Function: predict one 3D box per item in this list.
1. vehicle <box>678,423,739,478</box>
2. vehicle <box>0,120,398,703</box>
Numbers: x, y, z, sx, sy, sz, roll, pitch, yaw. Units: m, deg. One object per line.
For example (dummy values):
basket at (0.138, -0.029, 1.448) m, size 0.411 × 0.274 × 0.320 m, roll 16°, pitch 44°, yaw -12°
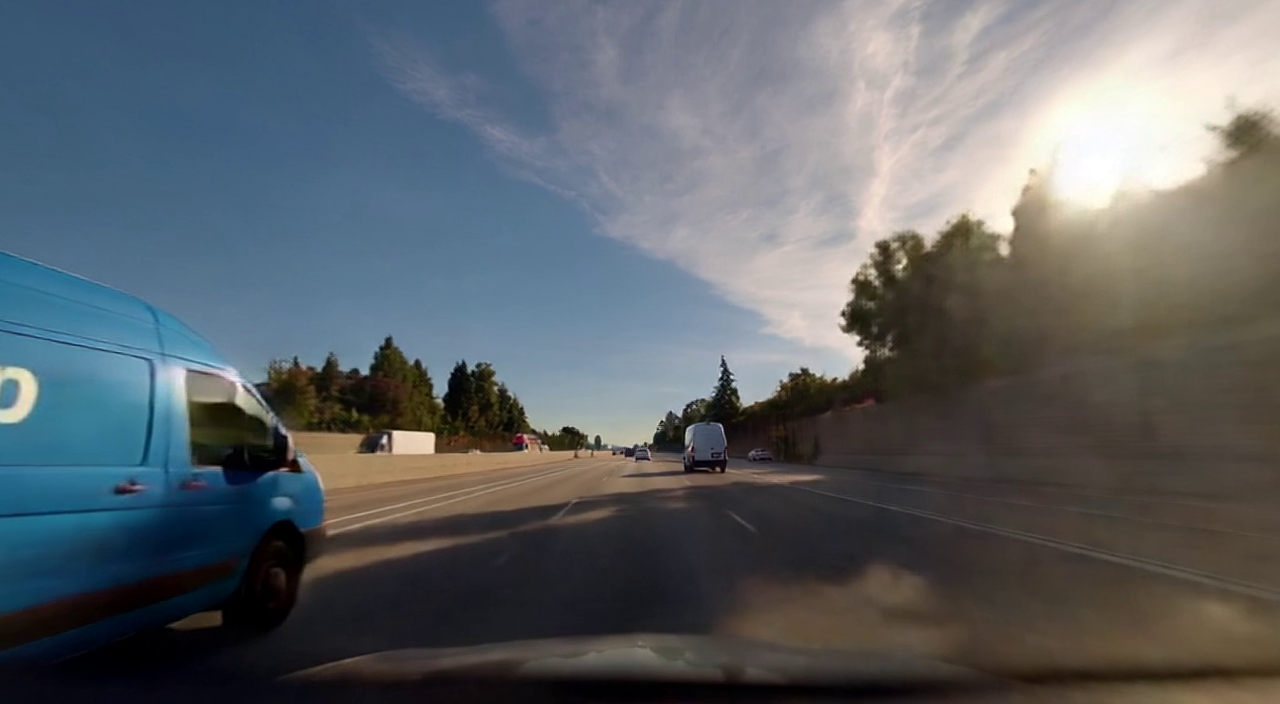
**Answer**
vehicle at (3.427, 5.108, 32.829) m, size 2.373 × 2.561 × 5.922 m, roll 0°, pitch -9°, yaw -1°
vehicle at (-3.573, 0.501, 2.860) m, size 2.409 × 2.523 × 6.275 m, roll 0°, pitch -9°, yaw 0°
